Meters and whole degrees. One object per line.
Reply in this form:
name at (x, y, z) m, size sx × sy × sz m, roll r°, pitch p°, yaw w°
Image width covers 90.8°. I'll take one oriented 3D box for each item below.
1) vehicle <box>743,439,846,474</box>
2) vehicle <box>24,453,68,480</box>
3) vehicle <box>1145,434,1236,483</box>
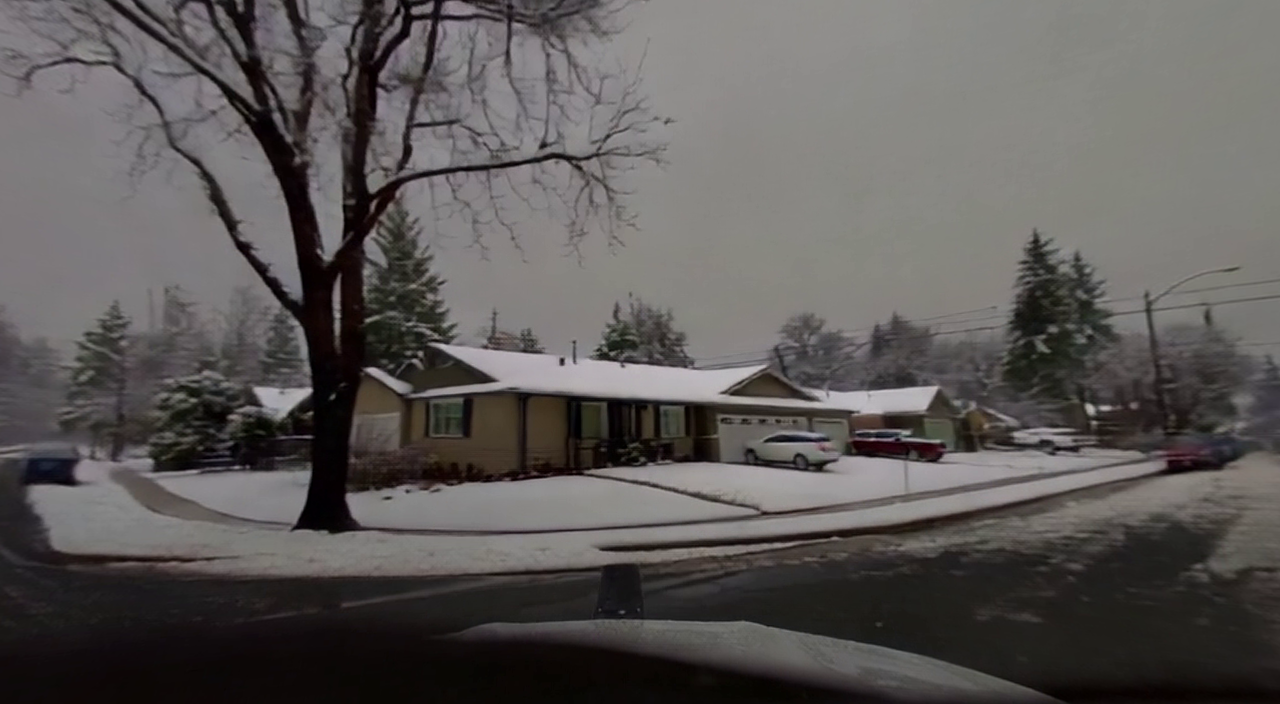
vehicle at (7.177, 4.880, 29.690) m, size 1.844 × 1.495 × 4.404 m, roll 7°, pitch -11°, yaw -42°
vehicle at (-41.048, 7.883, 43.749) m, size 2.011 × 1.483 × 4.620 m, roll 5°, pitch -8°, yaw -41°
vehicle at (24.022, 4.623, 27.516) m, size 4.675 × 1.834 × 2.208 m, roll 8°, pitch -16°, yaw -43°
